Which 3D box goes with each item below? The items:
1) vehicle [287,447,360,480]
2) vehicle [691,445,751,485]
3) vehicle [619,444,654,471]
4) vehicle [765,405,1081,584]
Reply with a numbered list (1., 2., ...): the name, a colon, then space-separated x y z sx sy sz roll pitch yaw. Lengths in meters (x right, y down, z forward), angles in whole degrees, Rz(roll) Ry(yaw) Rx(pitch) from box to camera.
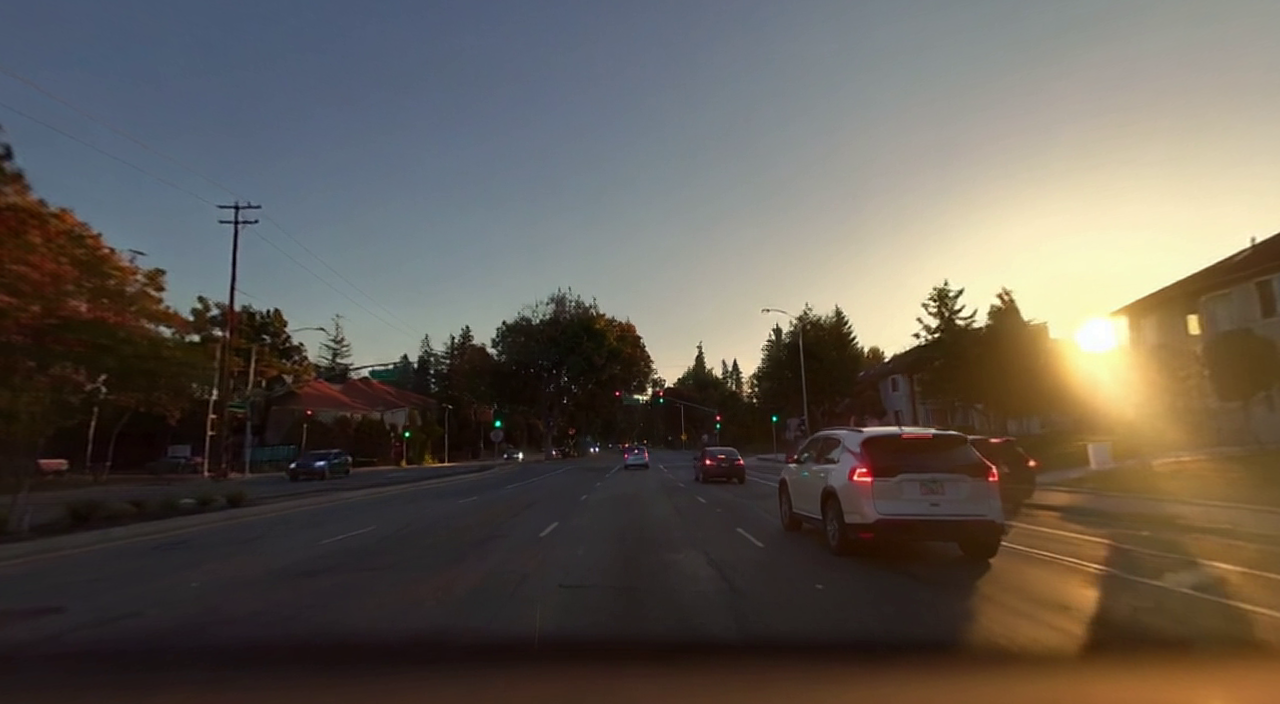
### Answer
1. vehicle: -18.823 6.630 37.691 2.071 1.746 4.444 -2 -9 -1
2. vehicle: 3.196 4.540 25.617 1.889 1.451 4.180 0 -9 0
3. vehicle: -0.258 6.850 41.066 2.146 1.685 4.003 0 -9 -1
4. vehicle: 3.269 1.763 8.620 2.129 1.761 4.610 0 -9 -1
